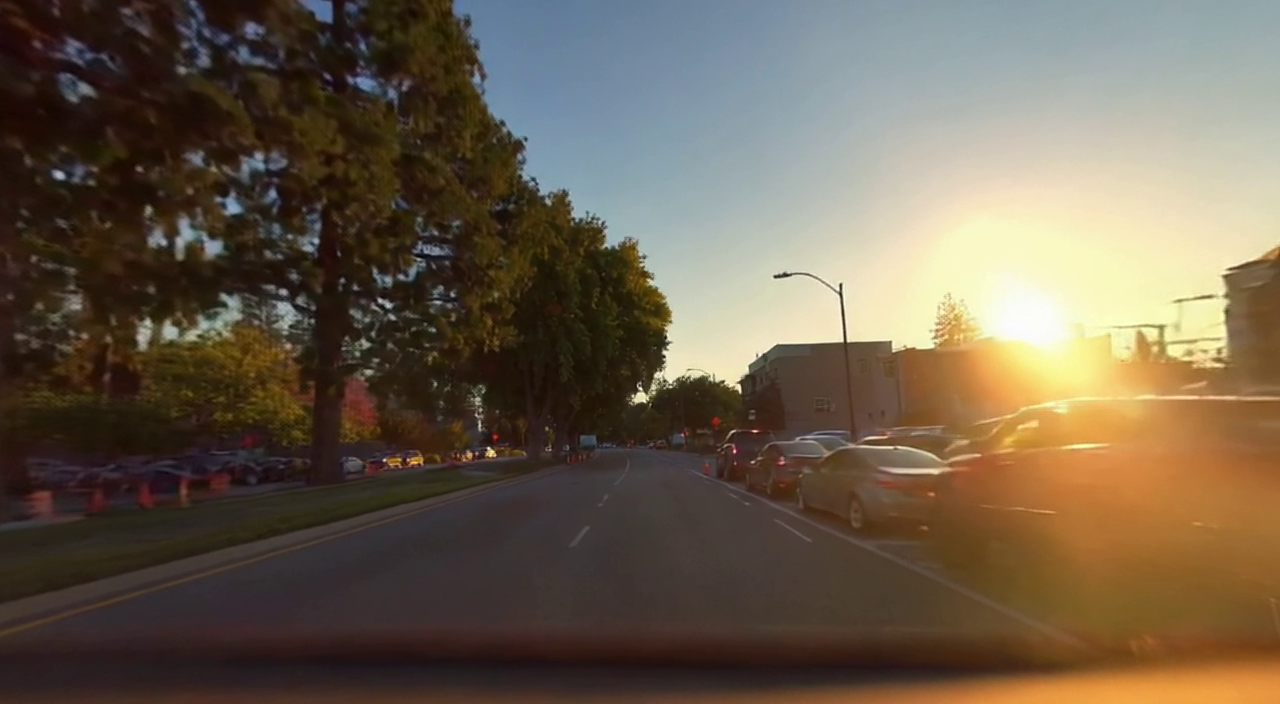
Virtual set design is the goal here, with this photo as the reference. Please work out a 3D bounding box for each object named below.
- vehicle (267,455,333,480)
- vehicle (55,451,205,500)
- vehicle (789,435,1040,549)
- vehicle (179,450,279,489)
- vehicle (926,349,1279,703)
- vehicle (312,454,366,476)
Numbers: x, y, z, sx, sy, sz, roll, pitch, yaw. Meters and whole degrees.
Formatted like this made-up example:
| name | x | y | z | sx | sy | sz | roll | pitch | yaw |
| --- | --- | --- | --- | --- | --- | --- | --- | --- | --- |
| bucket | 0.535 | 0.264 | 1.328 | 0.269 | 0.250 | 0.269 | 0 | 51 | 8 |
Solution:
| name | x | y | z | sx | sy | sz | roll | pitch | yaw |
| --- | --- | --- | --- | --- | --- | --- | --- | --- | --- |
| vehicle | -21.525 | 7.319 | 40.138 | 1.834 | 1.441 | 4.416 | 0 | -8 | -2 |
| vehicle | -21.480 | 5.172 | 26.941 | 1.986 | 1.805 | 5.444 | 0 | -8 | -2 |
| vehicle | 4.055 | 2.132 | 10.394 | 2.003 | 1.442 | 4.606 | 0 | -8 | -1 |
| vehicle | -21.452 | 6.109 | 33.183 | 2.027 | 1.855 | 4.908 | 0 | -8 | -2 |
| vehicle | 4.275 | 1.117 | 4.606 | 2.050 | 1.832 | 4.794 | 0 | -8 | -1 |
| vehicle | -21.565 | 8.075 | 45.331 | 1.746 | 1.447 | 4.448 | 0 | -8 | 0 |
